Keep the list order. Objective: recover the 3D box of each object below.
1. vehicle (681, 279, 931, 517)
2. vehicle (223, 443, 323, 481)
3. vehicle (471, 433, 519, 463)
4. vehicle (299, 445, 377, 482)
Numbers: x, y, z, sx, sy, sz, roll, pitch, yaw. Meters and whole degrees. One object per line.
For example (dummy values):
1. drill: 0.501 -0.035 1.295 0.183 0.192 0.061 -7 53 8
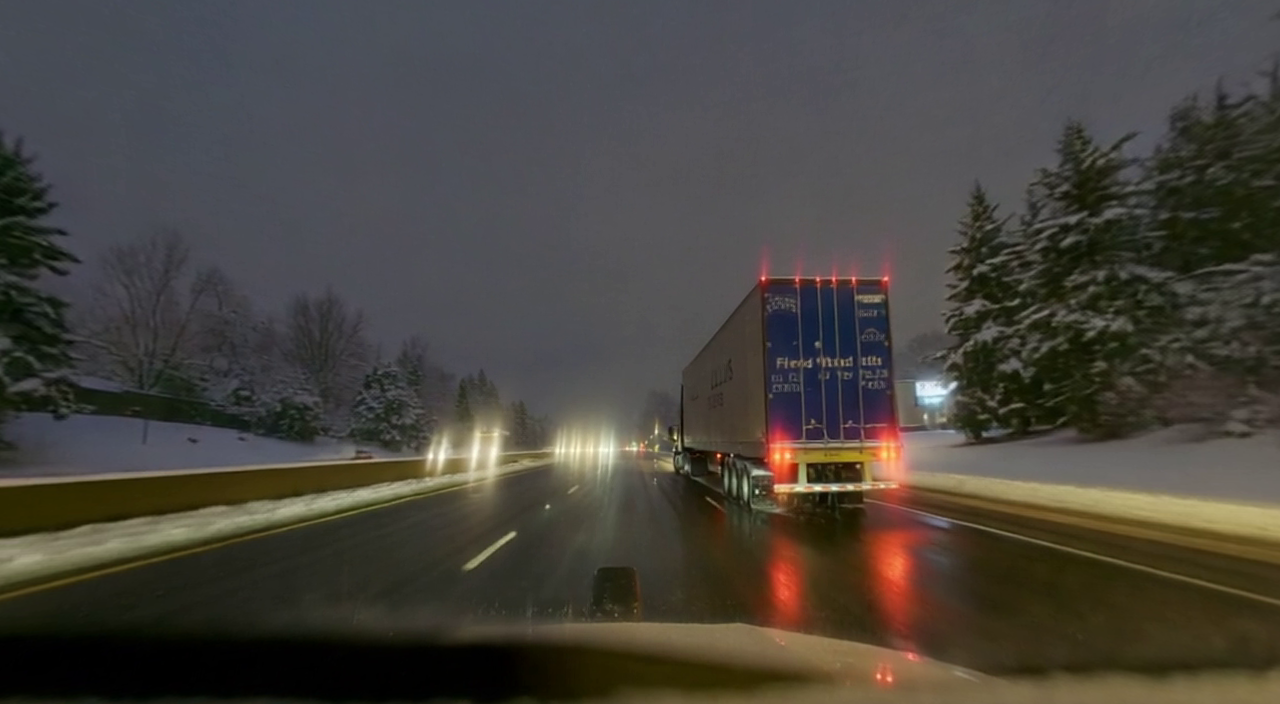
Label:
1. vehicle: 3.576 2.073 20.154 2.891 4.387 17.121 0 -9 -2
2. vehicle: -14.670 4.393 25.486 1.864 1.435 3.584 0 -9 -1
3. vehicle: -11.314 7.529 49.651 2.416 2.253 5.336 0 -9 1
4. vehicle: -11.564 4.260 24.389 1.438 1.326 3.184 0 -9 0
